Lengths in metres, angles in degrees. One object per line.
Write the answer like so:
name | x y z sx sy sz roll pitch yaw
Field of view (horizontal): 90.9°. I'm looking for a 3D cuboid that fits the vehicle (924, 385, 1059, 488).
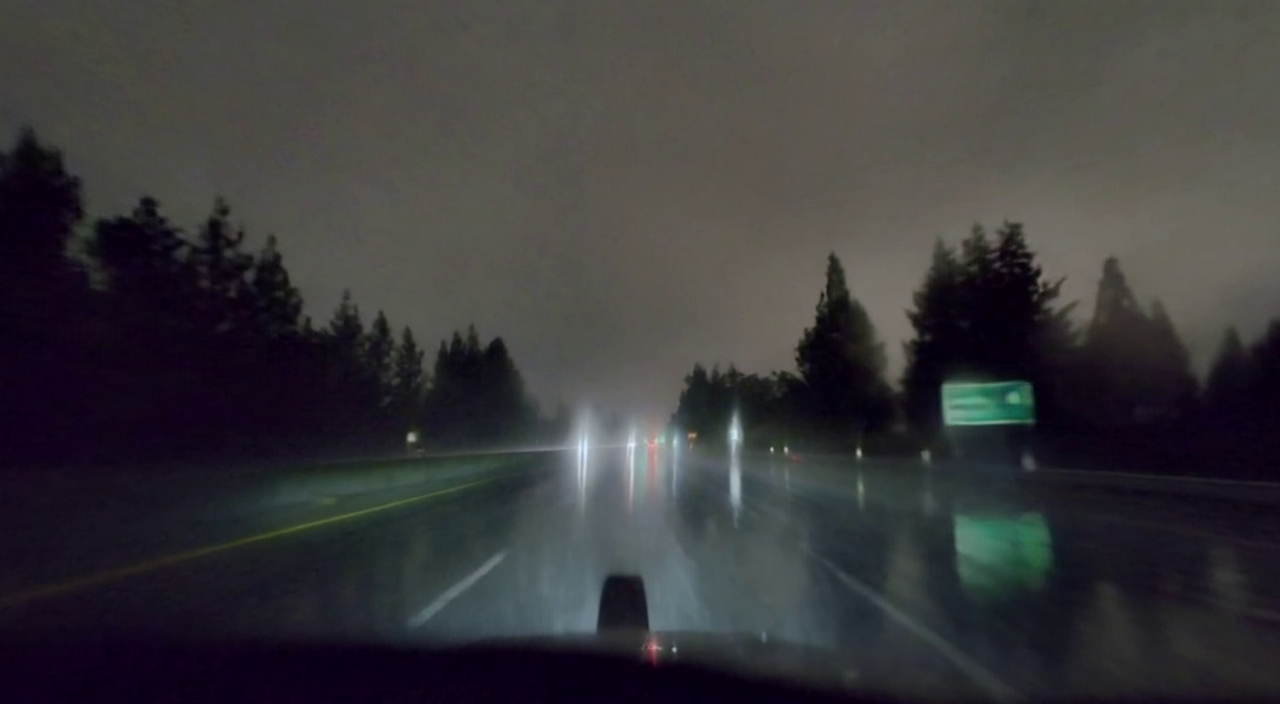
vehicle | 13.666 3.347 24.937 3.229 3.713 3.639 -1 -8 5
